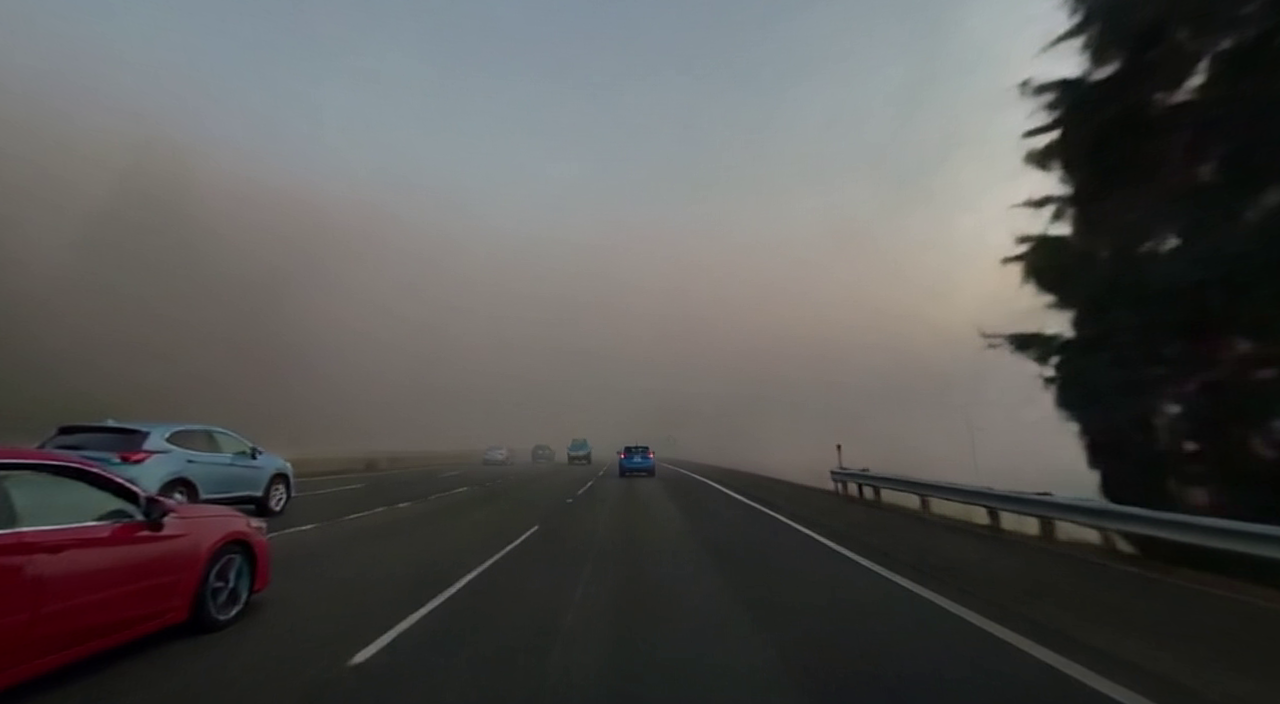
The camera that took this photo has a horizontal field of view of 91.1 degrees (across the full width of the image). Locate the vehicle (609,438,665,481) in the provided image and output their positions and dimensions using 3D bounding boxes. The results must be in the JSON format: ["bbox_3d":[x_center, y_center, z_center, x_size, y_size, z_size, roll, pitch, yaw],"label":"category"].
[{"bbox_3d":[-0.141,4.092,24.166,1.954,1.460,3.983,1,-9,-1],"label":"vehicle"}]

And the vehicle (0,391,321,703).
[{"bbox_3d":[-3.733,0.954,2.909,2.035,1.514,4.600,1,-9,1],"label":"vehicle"}]

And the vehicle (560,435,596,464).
[{"bbox_3d":[-4.013,6.381,41.146,2.174,1.806,3.932,1,-9,-3],"label":"vehicle"}]
